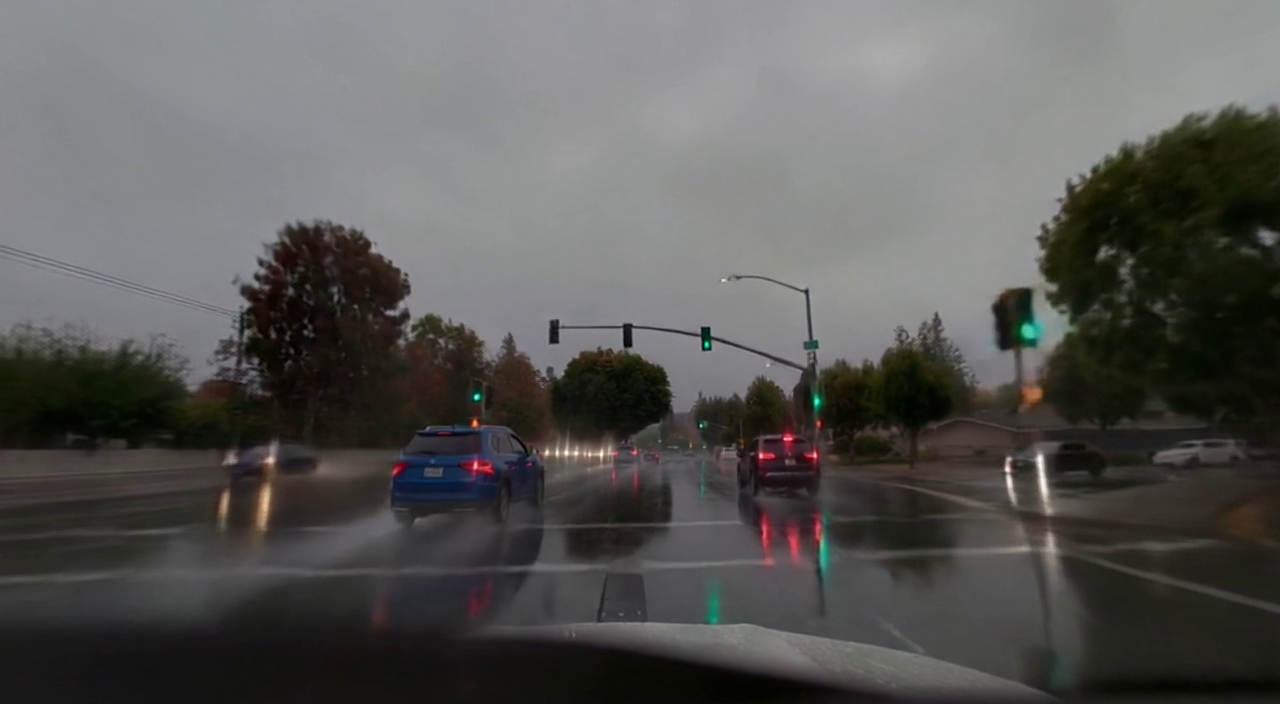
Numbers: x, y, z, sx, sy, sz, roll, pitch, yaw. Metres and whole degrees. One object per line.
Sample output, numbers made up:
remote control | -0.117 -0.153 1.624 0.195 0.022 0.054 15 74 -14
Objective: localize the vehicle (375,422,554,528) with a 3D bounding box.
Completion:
vehicle | -3.151 2.327 12.529 2.045 1.688 4.632 -1 -8 2

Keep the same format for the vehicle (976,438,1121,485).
vehicle | 16.404 4.354 25.420 4.922 1.630 2.094 1 -9 -17

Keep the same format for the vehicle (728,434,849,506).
vehicle | 3.749 3.060 16.860 2.132 1.659 4.387 0 -8 0

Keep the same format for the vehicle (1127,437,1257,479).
vehicle | 24.213 4.621 27.733 4.479 1.652 2.174 2 -9 -18

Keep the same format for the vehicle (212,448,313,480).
vehicle | -18.823 5.590 31.842 1.976 1.492 4.758 -1 -8 3

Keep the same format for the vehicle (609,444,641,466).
vehicle | -1.093 7.806 48.040 1.988 1.569 4.202 -1 -8 4
